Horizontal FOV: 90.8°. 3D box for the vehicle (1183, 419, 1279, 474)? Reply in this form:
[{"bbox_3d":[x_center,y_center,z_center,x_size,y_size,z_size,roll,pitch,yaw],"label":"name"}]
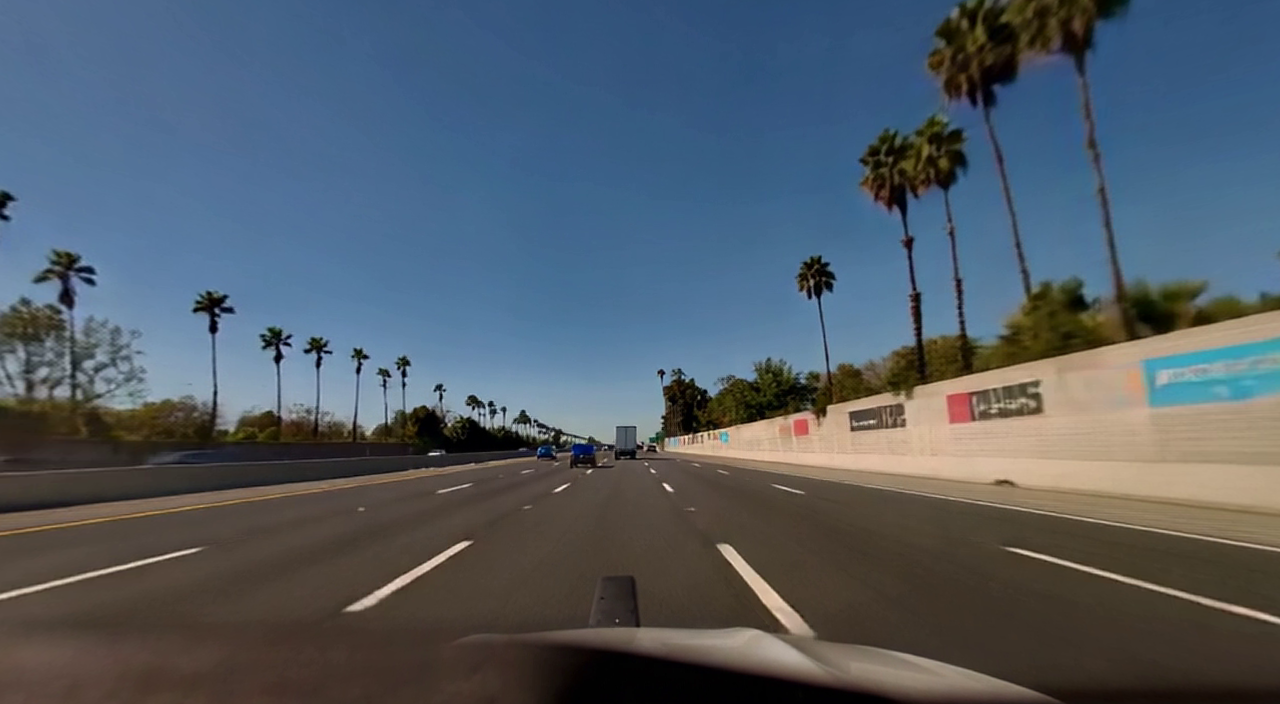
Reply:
[{"bbox_3d":[23.401,3.460,23.214,5.006,1.880,2.095,1,-9,-4],"label":"vehicle"}]

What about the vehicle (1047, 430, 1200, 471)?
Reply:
[{"bbox_3d":[22.869,4.688,30.077,5.372,1.852,2.284,0,-9,-1],"label":"vehicle"}]

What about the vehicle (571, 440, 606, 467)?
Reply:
[{"bbox_3d":[-4.016,8.017,49.908,2.390,2.007,4.901,0,-9,-1],"label":"vehicle"}]

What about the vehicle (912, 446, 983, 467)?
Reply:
[{"bbox_3d":[23.168,7.860,47.650,4.210,1.539,2.121,0,-9,-2],"label":"vehicle"}]

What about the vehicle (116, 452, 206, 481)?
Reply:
[{"bbox_3d":[-26.187,6.269,34.724,1.771,1.468,4.074,0,-9,-1],"label":"vehicle"}]
